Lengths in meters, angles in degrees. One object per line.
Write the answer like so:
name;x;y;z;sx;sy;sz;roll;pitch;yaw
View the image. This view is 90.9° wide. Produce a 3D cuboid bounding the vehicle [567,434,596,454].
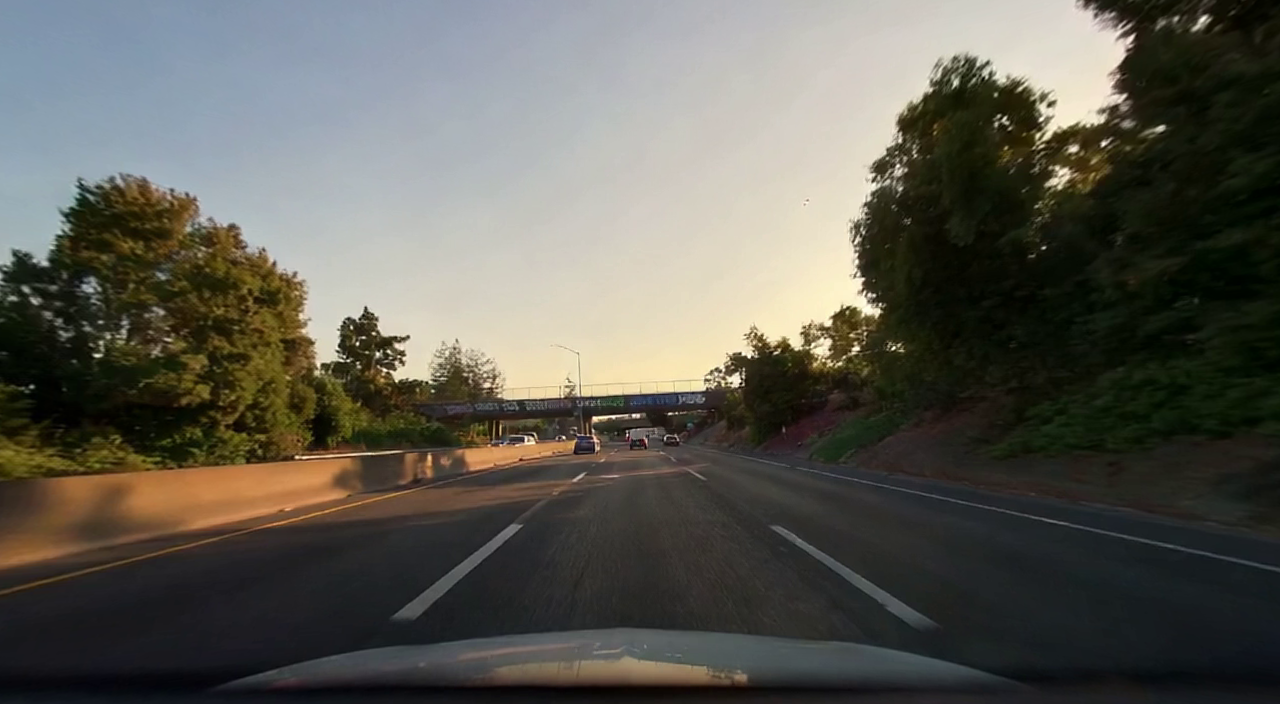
vehicle;-4.552;7.200;49.556;1.961;1.466;3.745;0;-8;0
